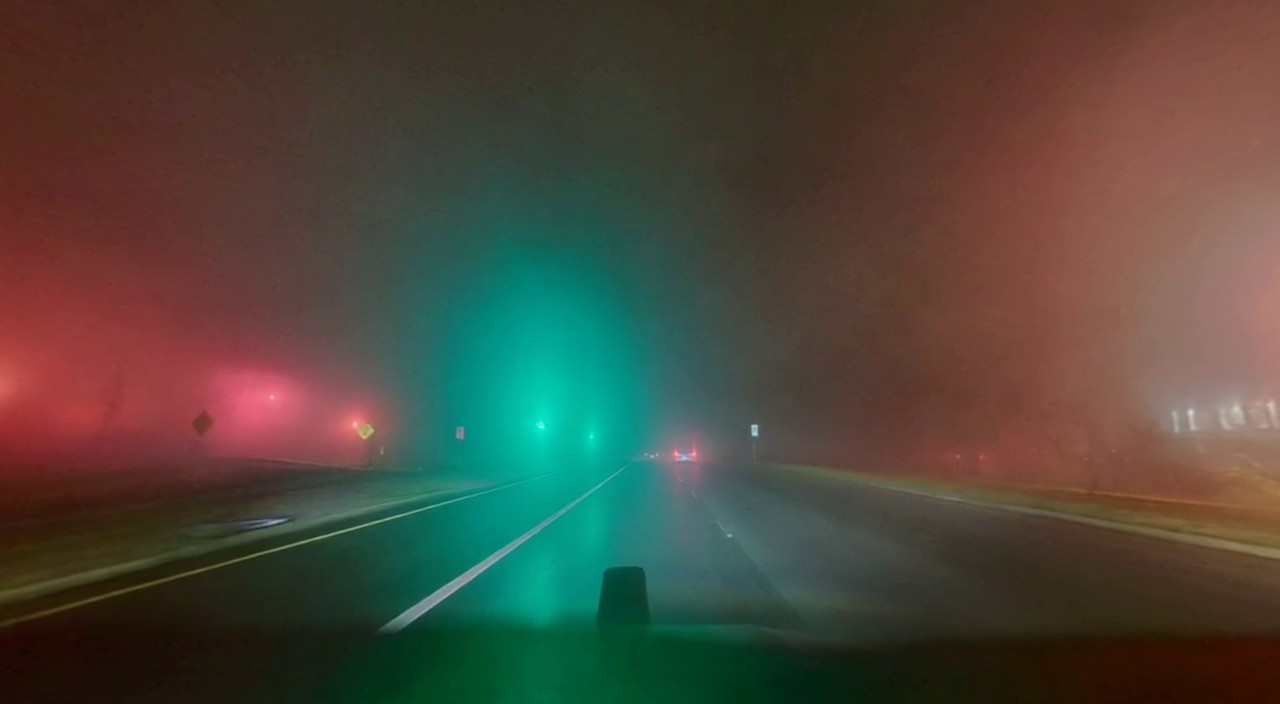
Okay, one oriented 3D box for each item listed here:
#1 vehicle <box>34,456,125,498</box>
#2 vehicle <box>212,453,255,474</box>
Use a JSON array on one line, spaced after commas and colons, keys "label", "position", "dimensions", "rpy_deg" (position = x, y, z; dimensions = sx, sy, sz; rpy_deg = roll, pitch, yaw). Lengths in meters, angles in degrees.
[{"label": "vehicle", "position": [-25.740, 5.685, 29.126], "dimensions": [1.847, 1.698, 4.345], "rpy_deg": [4, -9, -25]}, {"label": "vehicle", "position": [-31.571, 8.640, 49.023], "dimensions": [1.858, 1.493, 4.734], "rpy_deg": [3, -9, -22]}]
